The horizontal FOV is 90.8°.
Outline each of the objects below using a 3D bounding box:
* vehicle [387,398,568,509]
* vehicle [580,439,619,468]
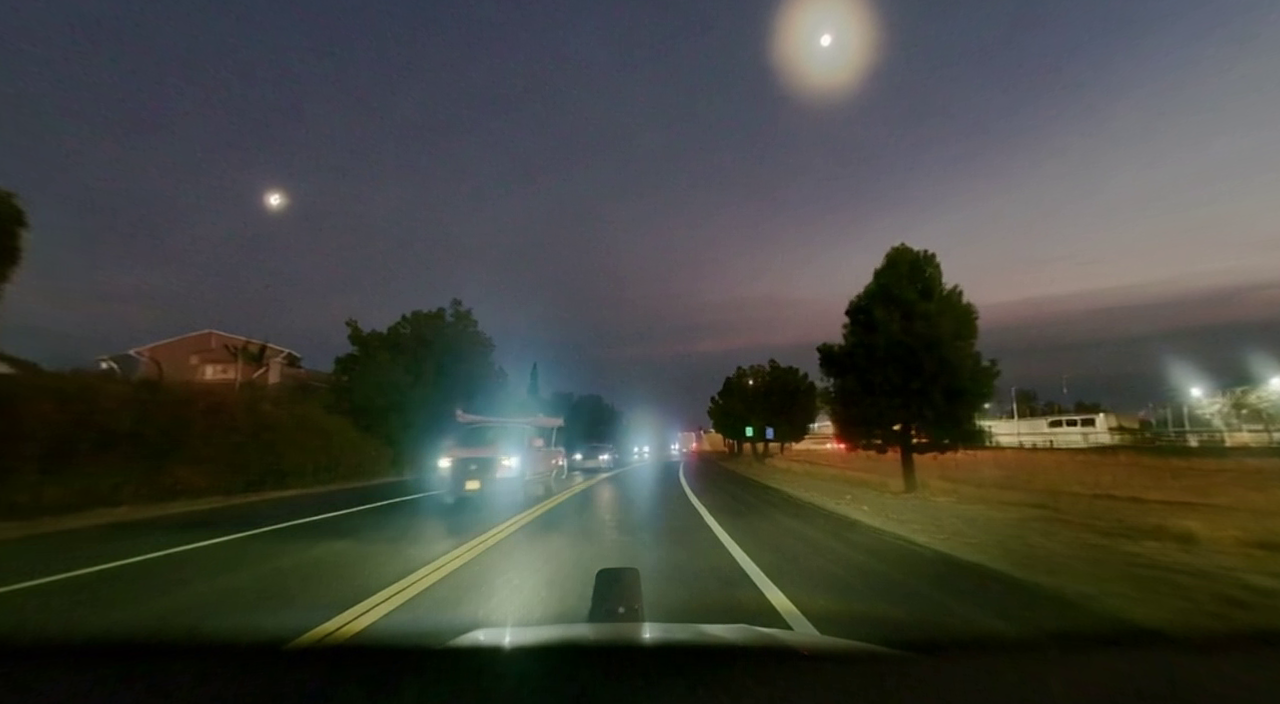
[{"bbox_3d":[-3.927,2.736,17.437,2.825,2.376,7.468,-1,-8,2],"label":"vehicle"},{"bbox_3d":[-2.613,6.758,42.165,2.097,1.791,4.663,-1,-8,2],"label":"vehicle"}]
